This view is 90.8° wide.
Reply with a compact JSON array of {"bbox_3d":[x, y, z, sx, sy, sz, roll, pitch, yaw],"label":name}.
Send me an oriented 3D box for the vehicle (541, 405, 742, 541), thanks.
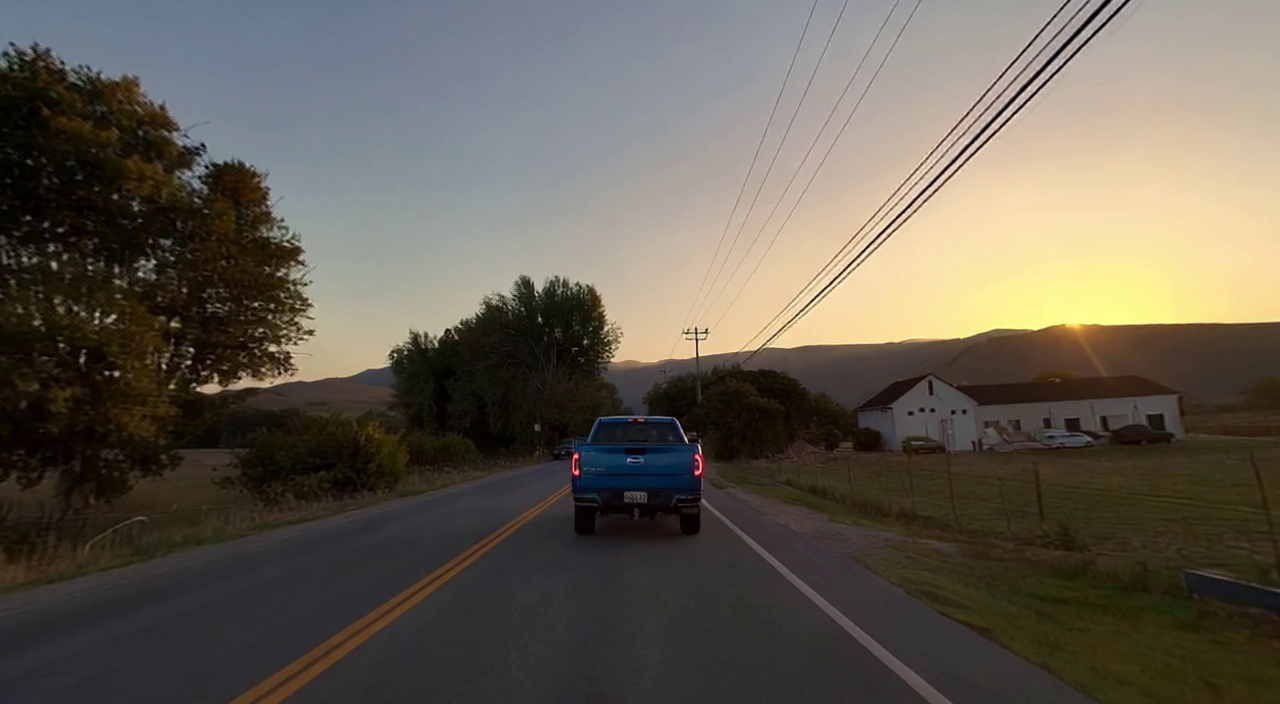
[{"bbox_3d":[-0.061,2.110,11.754,2.774,1.861,5.885,0,-8,-2],"label":"vehicle"}]
